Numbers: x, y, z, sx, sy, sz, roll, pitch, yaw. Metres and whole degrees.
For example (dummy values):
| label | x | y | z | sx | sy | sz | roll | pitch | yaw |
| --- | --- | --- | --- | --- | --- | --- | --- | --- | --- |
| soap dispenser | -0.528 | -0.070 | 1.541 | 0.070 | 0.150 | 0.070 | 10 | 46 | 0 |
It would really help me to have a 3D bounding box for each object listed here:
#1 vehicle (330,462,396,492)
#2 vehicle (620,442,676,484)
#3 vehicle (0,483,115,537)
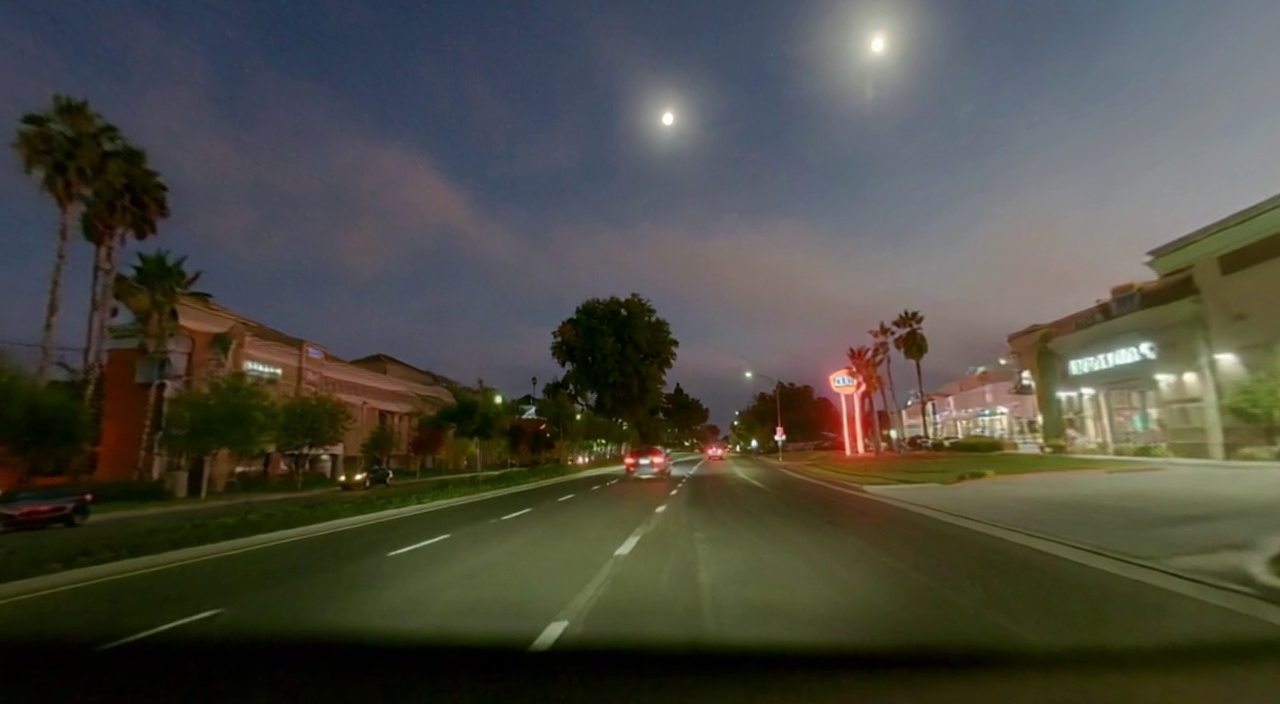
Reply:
| label | x | y | z | sx | sy | sz | roll | pitch | yaw |
| --- | --- | --- | --- | --- | --- | --- | --- | --- | --- |
| vehicle | -20.186 | 9.106 | 46.326 | 2.294 | 1.935 | 4.783 | -1 | -9 | 5 |
| vehicle | 0.450 | 5.092 | 29.303 | 2.147 | 1.745 | 4.648 | -1 | -9 | 6 |
| vehicle | -22.140 | 5.675 | 22.997 | 1.929 | 1.552 | 4.488 | -1 | -9 | 4 |
